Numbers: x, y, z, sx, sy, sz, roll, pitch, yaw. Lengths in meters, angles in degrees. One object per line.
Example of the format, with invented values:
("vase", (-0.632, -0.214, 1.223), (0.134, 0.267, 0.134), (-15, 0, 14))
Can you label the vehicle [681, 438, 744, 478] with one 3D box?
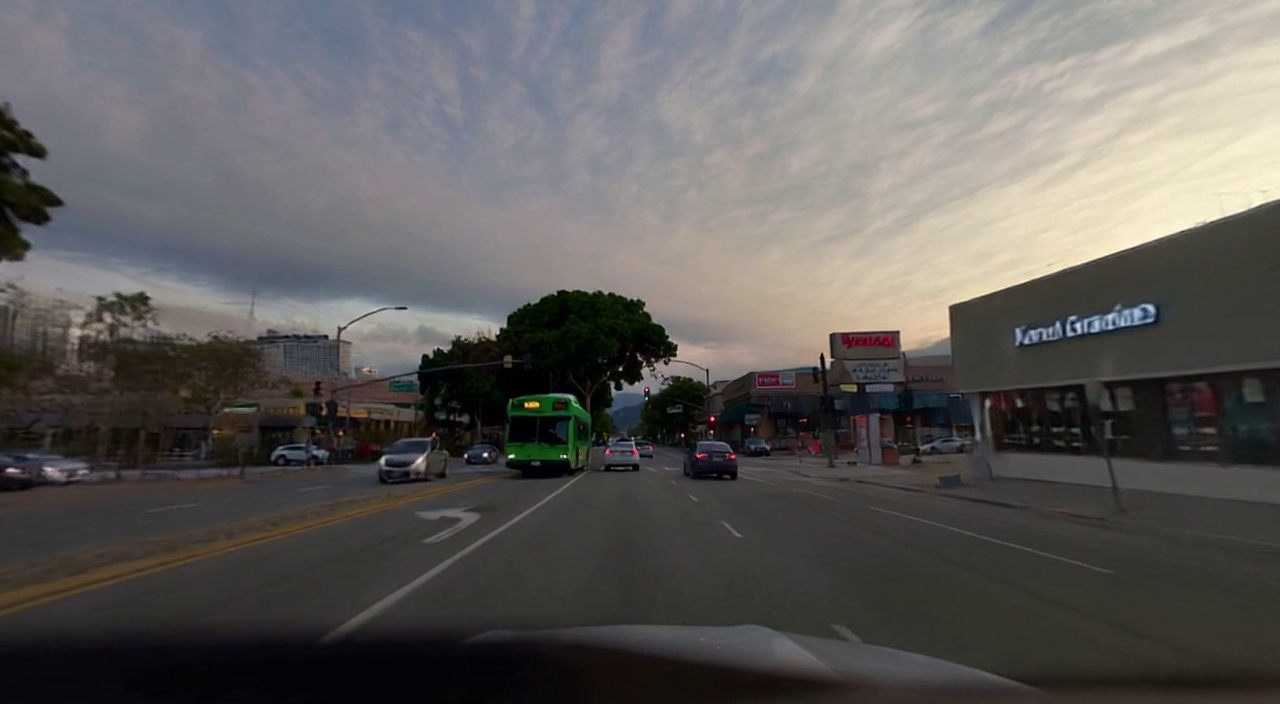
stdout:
("vehicle", (3.001, 4.475, 26.958), (2.046, 1.540, 3.883), (0, -8, -3))

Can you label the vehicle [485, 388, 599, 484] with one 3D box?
("vehicle", (-3.765, 3.800, 28.268), (3.018, 3.217, 13.998), (0, -8, -1))

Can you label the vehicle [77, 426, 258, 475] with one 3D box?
("vehicle", (-34.477, 7.244, 46.389), (10.321, 3.275, 3.158), (0, -10, -4))

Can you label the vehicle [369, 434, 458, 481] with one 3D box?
("vehicle", (-9.059, 4.243, 25.655), (2.157, 1.731, 4.433), (0, -8, -3))

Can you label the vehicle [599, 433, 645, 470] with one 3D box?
("vehicle", (-1.014, 5.374, 34.284), (2.301, 1.837, 4.411), (0, -8, -3))

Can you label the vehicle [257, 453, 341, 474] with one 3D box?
("vehicle", (-24.787, 8.108, 45.890), (4.868, 1.434, 2.115), (0, -8, -1))
